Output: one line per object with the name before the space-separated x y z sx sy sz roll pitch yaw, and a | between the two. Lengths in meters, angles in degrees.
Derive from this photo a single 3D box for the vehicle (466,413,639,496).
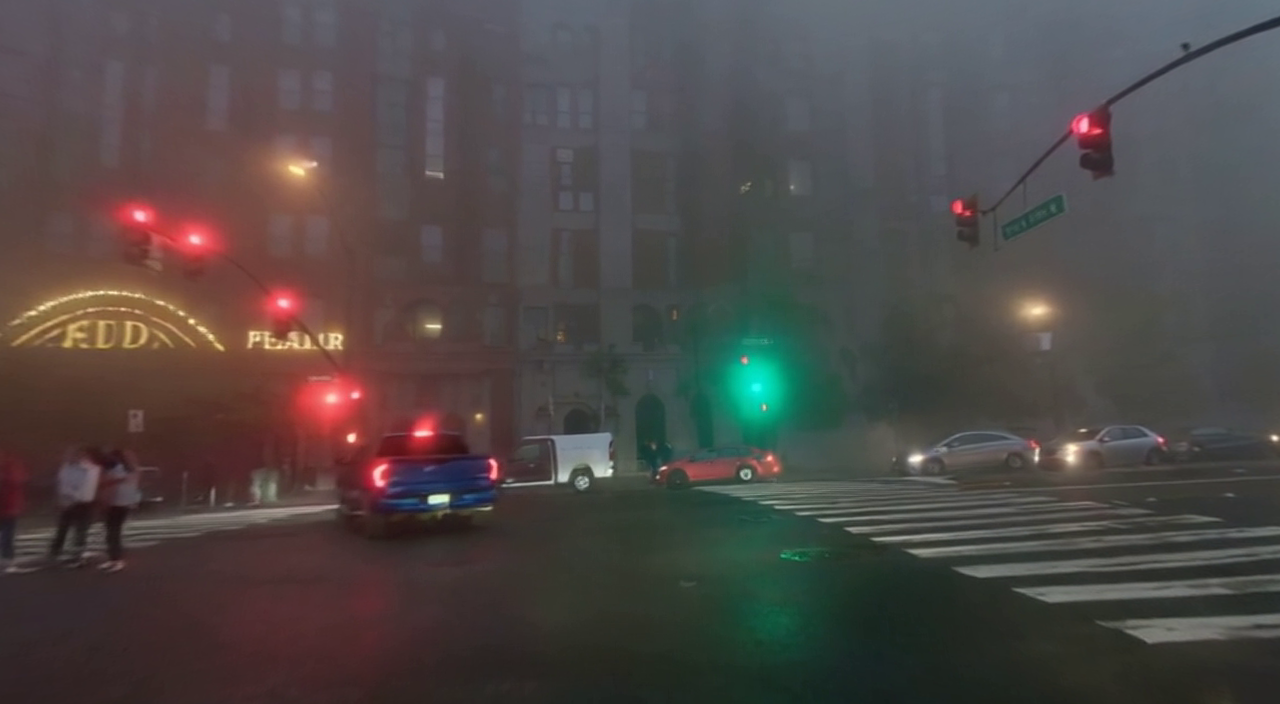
vehicle | -3.138 3.874 23.952 6.182 2.913 2.526 0 -9 -1

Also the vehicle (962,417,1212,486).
vehicle | 10.478 2.352 15.022 4.600 1.506 1.878 0 -9 -4

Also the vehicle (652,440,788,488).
vehicle | 2.717 3.951 22.313 4.515 1.583 1.920 0 -9 0

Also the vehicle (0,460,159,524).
vehicle | -20.269 4.935 22.473 4.398 2.057 1.959 0 -9 -4

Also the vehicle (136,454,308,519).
vehicle | -14.935 4.811 22.756 4.799 1.909 2.011 -3 -7 -1

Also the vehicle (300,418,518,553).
vehicle | -4.808 2.464 12.493 2.477 2.020 5.534 6 -11 -36
